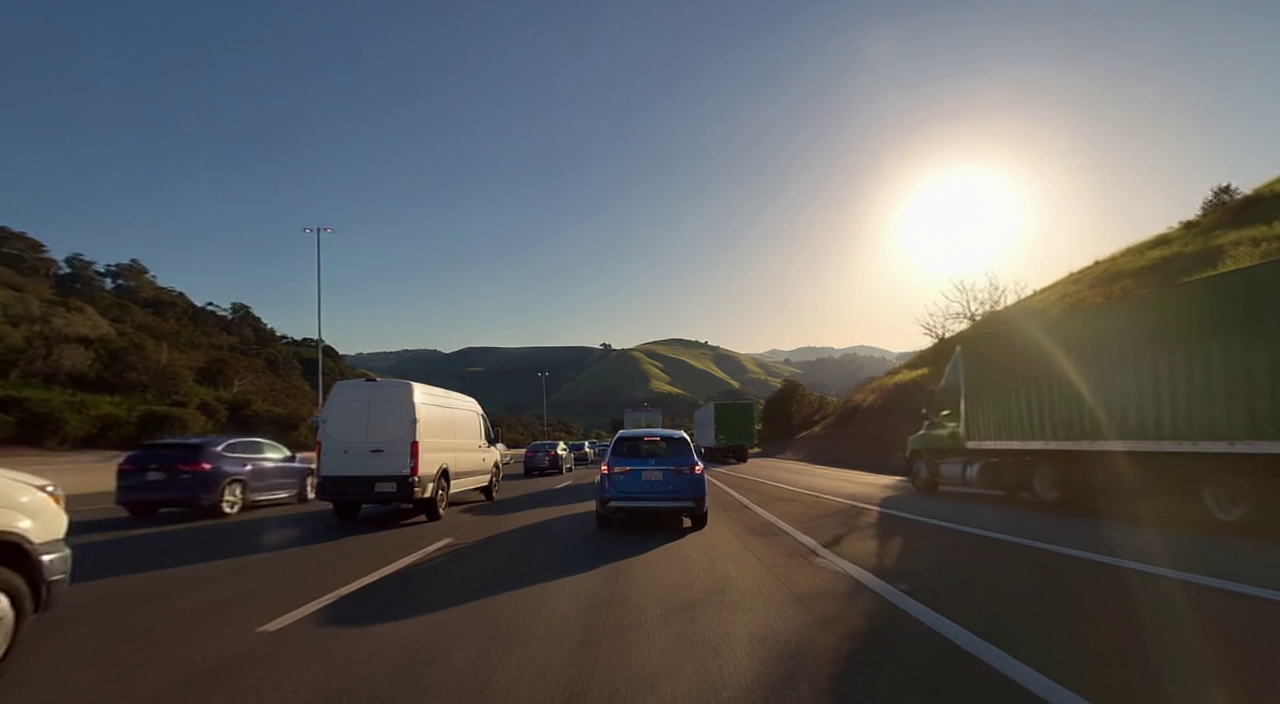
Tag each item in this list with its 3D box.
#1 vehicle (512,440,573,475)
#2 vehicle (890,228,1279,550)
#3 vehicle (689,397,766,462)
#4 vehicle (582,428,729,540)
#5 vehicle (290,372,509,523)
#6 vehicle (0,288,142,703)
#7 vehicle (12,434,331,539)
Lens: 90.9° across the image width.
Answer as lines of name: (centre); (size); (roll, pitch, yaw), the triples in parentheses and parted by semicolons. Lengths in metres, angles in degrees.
vehicle: (-4.370, 4.785, 28.874); (2.007, 1.457, 4.447); (0, -8, 1)
vehicle: (8.766, 0.786, 10.009); (2.977, 3.878, 11.111); (2, -9, -13)
vehicle: (6.354, 6.308, 49.718); (2.989, 4.277, 16.586); (0, -8, -3)
vehicle: (0.165, 2.087, 10.589); (2.003, 1.499, 3.930); (0, -8, -1)
vehicle: (-4.630, 2.019, 13.489); (2.300, 2.522, 5.701); (0, -8, 1)
vehicle: (-4.278, 0.452, 1.183); (2.195, 2.086, 5.445); (0, -8, 0)
vehicle: (-7.773, 2.224, 11.280); (1.968, 1.459, 4.737); (-1, -8, 2)
